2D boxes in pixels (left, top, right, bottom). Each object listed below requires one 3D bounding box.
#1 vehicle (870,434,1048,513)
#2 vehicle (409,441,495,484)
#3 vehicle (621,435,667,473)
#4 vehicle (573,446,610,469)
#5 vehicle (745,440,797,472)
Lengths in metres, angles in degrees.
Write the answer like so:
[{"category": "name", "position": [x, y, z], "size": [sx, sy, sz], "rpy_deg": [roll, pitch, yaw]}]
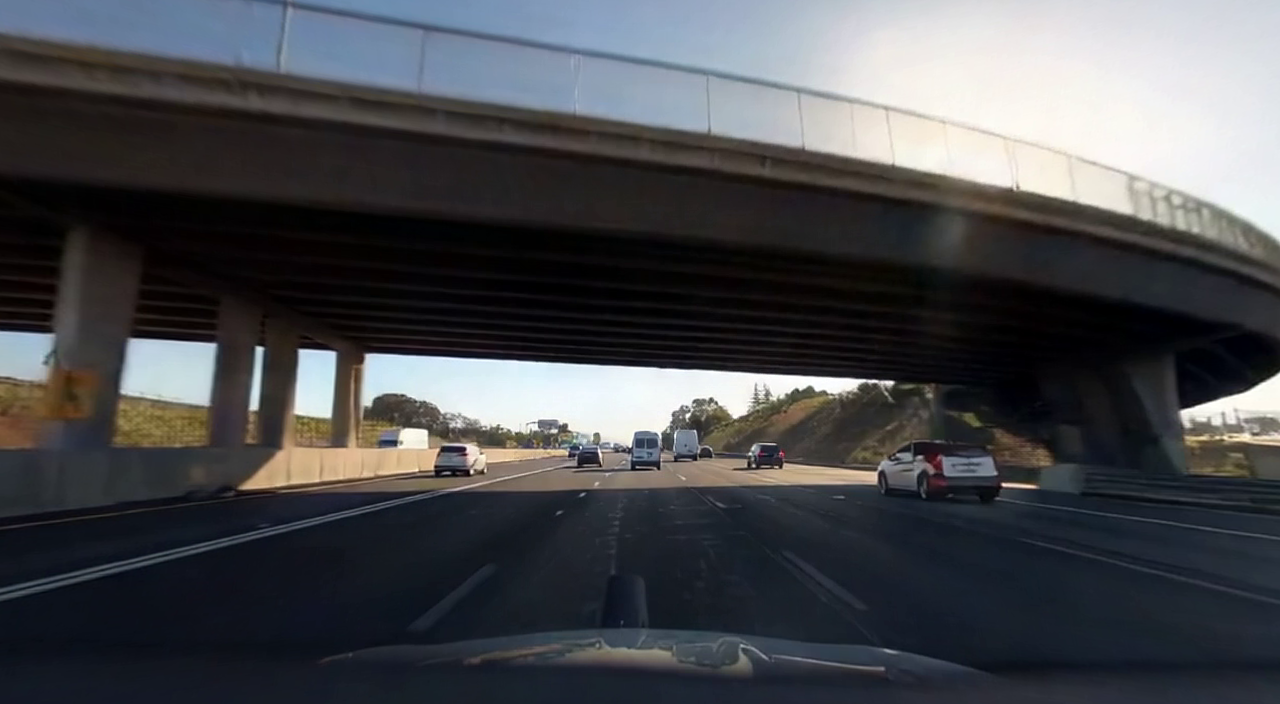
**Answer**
[{"category": "vehicle", "position": [7.658, 2.939, 15.768], "size": [2.146, 1.678, 4.489], "rpy_deg": [0, -9, 1]}, {"category": "vehicle", "position": [-7.632, 4.512, 26.072], "size": [2.108, 1.619, 4.548], "rpy_deg": [0, -9, 1]}, {"category": "vehicle", "position": [0.210, 5.937, 36.898], "size": [2.509, 2.062, 4.639], "rpy_deg": [0, -9, 0]}, {"category": "vehicle", "position": [-3.466, 7.614, 45.775], "size": [2.173, 1.542, 4.781], "rpy_deg": [0, -9, 1]}, {"category": "vehicle", "position": [7.968, 6.389, 38.798], "size": [2.147, 1.808, 5.243], "rpy_deg": [0, -9, 0]}]
